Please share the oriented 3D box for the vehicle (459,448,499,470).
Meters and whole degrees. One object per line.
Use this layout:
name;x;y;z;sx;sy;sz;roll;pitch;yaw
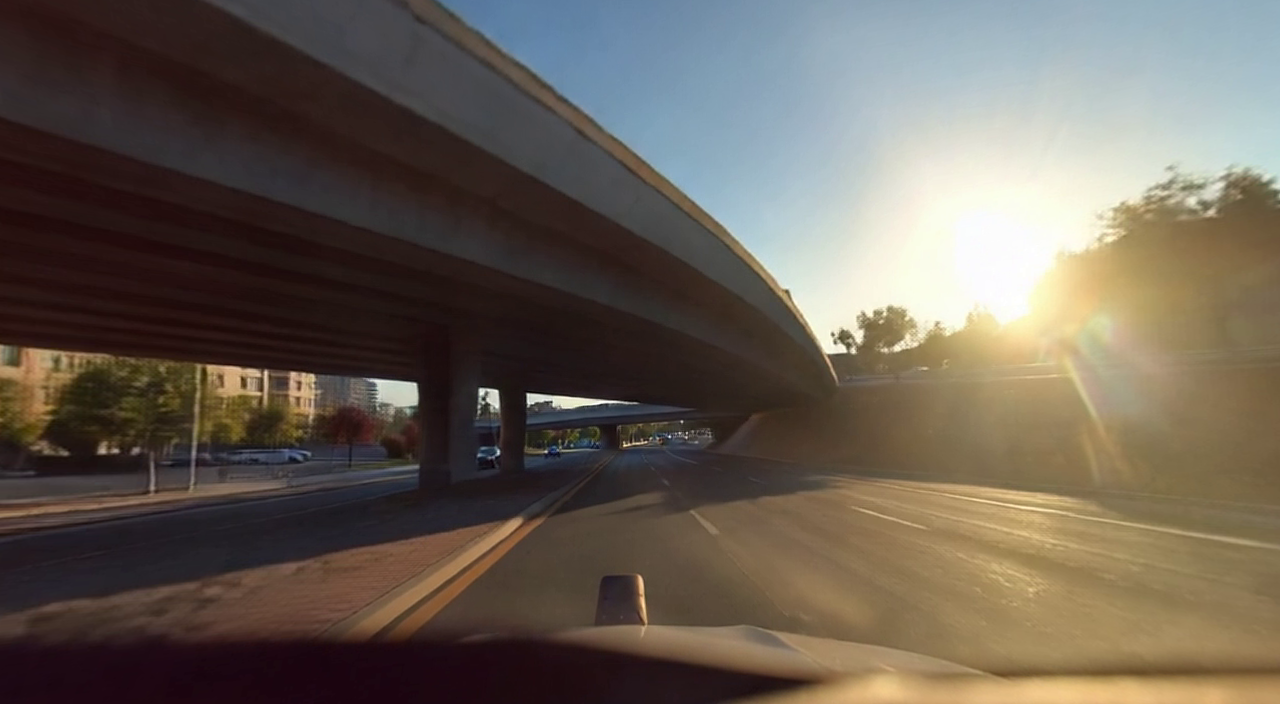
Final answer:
vehicle;-12.360;8.260;48.855;1.932;1.615;4.235;0;-9;0
